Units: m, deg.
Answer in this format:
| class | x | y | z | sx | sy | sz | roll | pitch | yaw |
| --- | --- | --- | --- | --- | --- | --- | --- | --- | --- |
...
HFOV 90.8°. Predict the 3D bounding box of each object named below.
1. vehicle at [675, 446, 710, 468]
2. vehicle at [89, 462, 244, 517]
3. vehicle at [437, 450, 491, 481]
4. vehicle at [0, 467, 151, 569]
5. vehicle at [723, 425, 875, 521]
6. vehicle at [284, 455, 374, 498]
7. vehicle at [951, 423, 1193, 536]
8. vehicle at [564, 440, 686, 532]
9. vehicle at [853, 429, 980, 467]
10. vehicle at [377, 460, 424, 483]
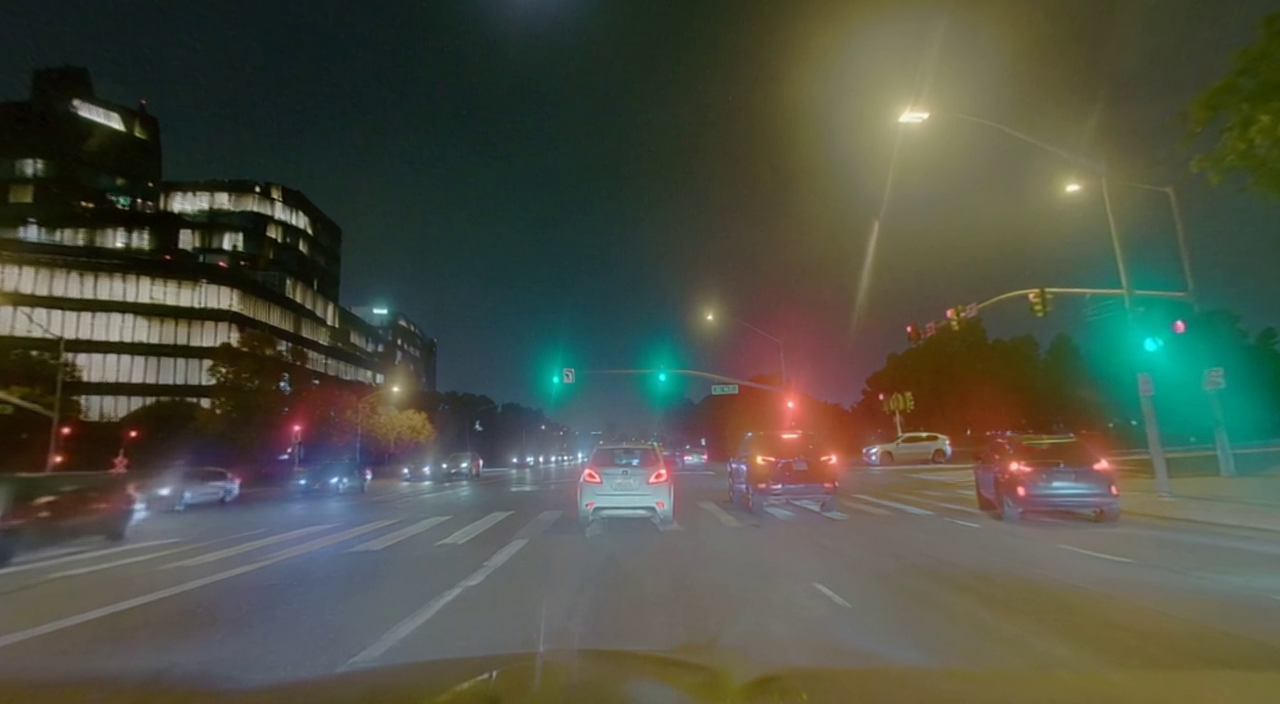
| class | x | y | z | sx | sy | sz | roll | pitch | yaw |
| --- | --- | --- | --- | --- | --- | --- | --- | --- | --- |
| vehicle | 3.770 | 7.614 | 45.963 | 2.123 | 1.455 | 4.318 | 0 | -8 | -1 |
| vehicle | -18.218 | 5.275 | 24.678 | 2.437 | 1.777 | 4.578 | 0 | -8 | 1 |
| vehicle | -11.133 | 7.175 | 40.274 | 2.078 | 1.795 | 4.636 | 0 | -8 | 0 |
| vehicle | -11.645 | 2.968 | 11.473 | 1.992 | 1.562 | 4.361 | 0 | -8 | 0 |
| vehicle | 3.294 | 2.607 | 14.207 | 2.107 | 1.773 | 4.557 | 0 | -8 | -2 |
| vehicle | -14.812 | 5.936 | 30.434 | 1.908 | 1.797 | 4.620 | 0 | -8 | 1 |
| vehicle | 7.916 | 2.340 | 12.242 | 2.039 | 1.760 | 4.319 | -1 | -9 | 8 |
| vehicle | -0.277 | 2.523 | 12.537 | 2.034 | 1.500 | 3.966 | 0 | -8 | -1 |
| vehicle | 15.154 | 5.327 | 35.062 | 6.013 | 2.030 | 2.461 | -2 | -9 | 12 |
| vehicle | -18.222 | 9.098 | 48.290 | 1.840 | 1.511 | 4.229 | 0 | -8 | 1 |
